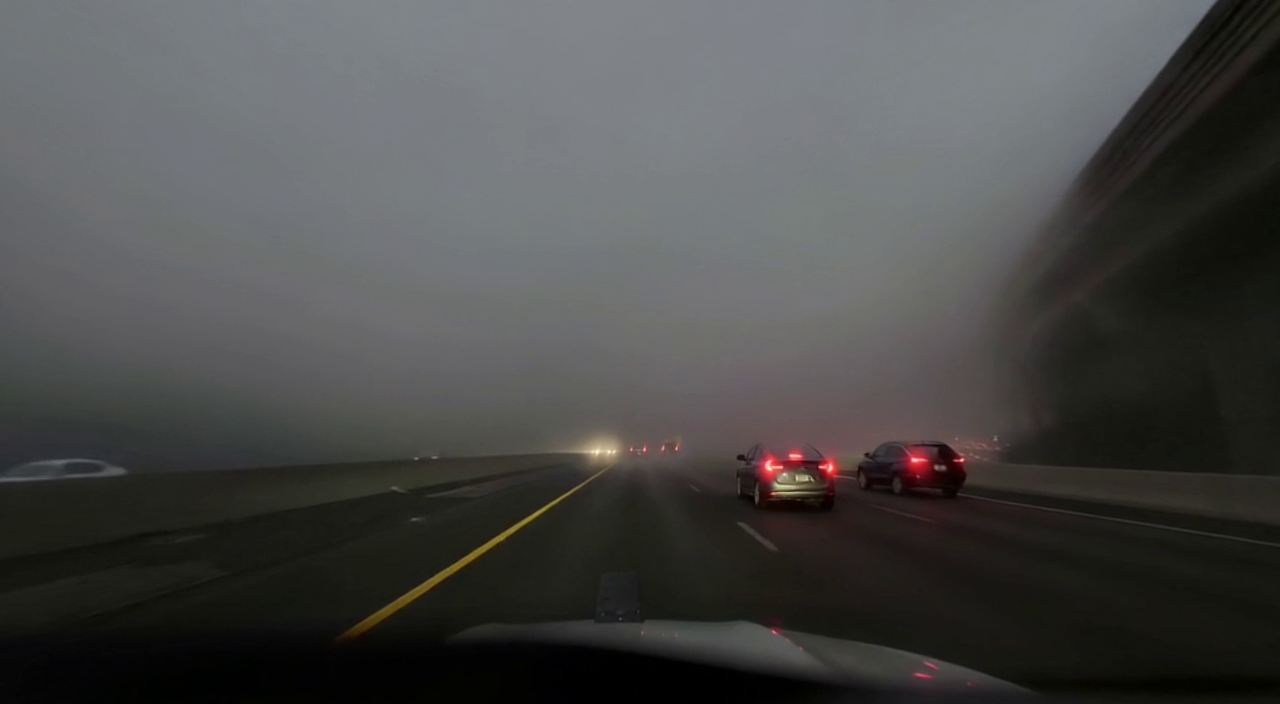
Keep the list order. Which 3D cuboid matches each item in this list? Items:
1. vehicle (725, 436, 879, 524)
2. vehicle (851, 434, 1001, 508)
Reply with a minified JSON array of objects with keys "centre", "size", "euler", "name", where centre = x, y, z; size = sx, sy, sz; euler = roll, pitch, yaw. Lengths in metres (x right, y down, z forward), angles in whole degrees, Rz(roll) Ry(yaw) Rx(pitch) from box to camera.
[{"centre":[3.172,2.600,13.503],"size":[1.982,1.533,4.612],"euler":[0,-8,-1],"name":"vehicle"},{"centre":[6.925,2.903,15.810],"size":[1.856,1.592,3.920],"euler":[0,-8,-1],"name":"vehicle"}]
